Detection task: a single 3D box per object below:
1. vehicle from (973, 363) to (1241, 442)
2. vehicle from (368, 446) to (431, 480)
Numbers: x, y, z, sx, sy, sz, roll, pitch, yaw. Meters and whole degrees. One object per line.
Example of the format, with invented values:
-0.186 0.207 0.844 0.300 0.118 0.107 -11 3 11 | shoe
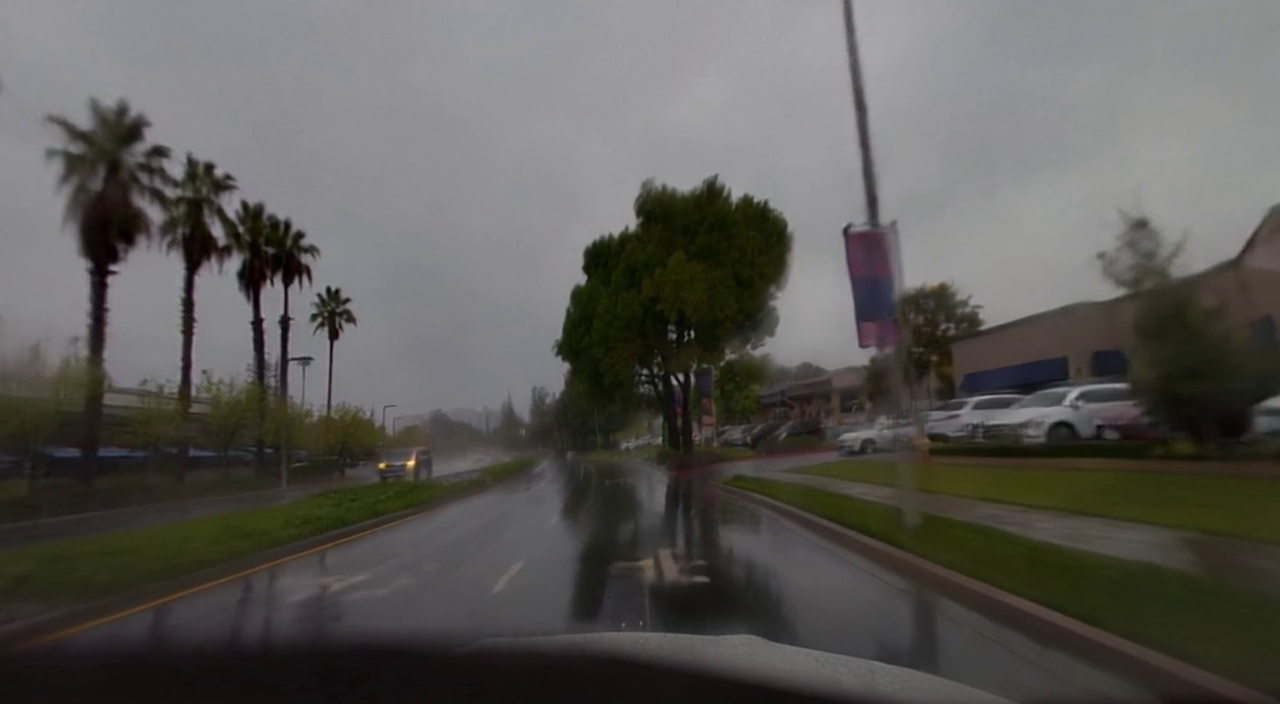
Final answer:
10.758 1.238 14.762 4.636 1.695 2.025 0 -8 -1 | vehicle
-14.974 6.895 39.412 2.239 1.955 5.017 0 -8 -4 | vehicle
